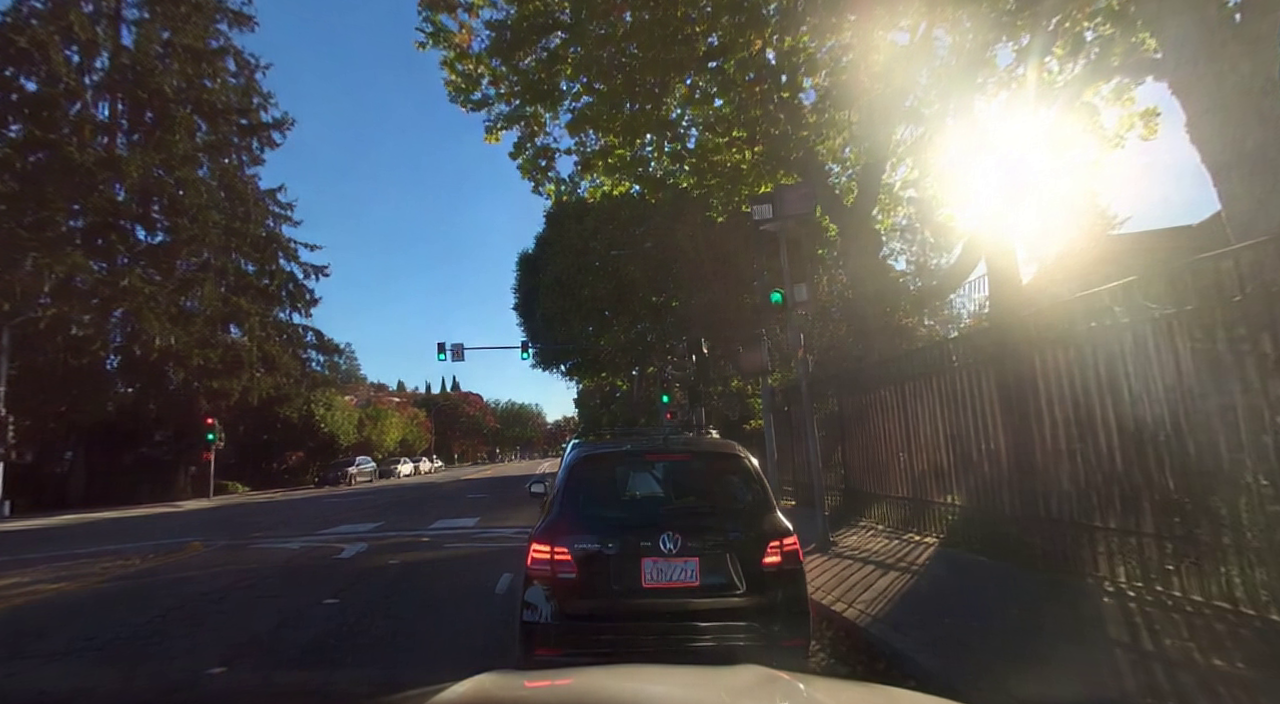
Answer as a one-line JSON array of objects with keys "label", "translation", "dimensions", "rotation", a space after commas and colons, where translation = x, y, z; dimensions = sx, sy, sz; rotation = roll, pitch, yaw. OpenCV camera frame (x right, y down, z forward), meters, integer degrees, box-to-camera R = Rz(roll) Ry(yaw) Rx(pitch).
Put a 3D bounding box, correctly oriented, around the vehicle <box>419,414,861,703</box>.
[{"label": "vehicle", "translation": [-0.149, 1.320, 4.778], "dimensions": [2.024, 1.502, 3.702], "rotation": [1, -9, -6]}]
